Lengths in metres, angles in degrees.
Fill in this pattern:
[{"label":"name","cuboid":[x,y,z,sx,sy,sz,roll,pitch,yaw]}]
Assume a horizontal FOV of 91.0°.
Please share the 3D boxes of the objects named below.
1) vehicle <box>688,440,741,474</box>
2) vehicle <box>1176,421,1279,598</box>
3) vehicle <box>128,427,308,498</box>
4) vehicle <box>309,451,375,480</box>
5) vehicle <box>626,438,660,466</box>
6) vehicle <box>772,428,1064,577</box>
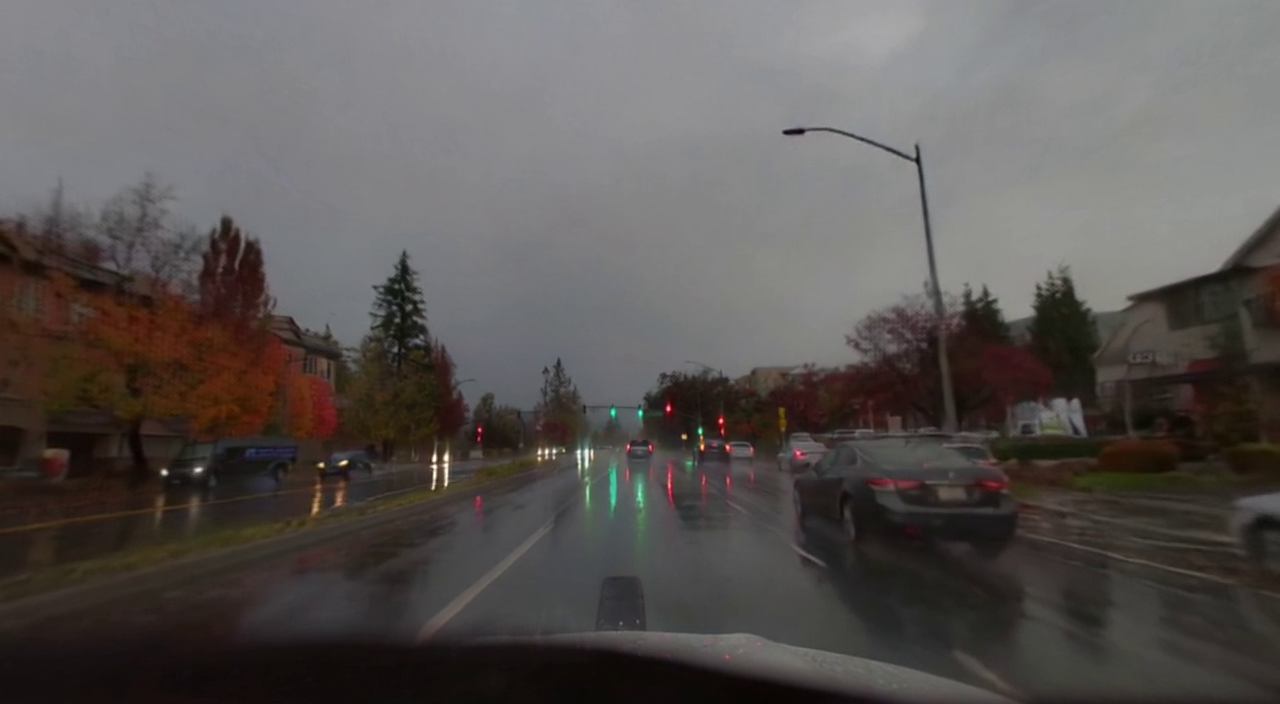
[{"label":"vehicle","cuboid":[3.696,5.329,32.149,2.178,1.546,4.311,0,-9,0]},{"label":"vehicle","cuboid":[6.842,1.232,4.441,2.061,1.593,4.602,0,-9,0]},{"label":"vehicle","cuboid":[-22.147,5.863,34.084,2.961,3.271,9.547,0,-9,1]},{"label":"vehicle","cuboid":[-18.716,7.143,39.793,1.962,1.691,4.328,0,-9,1]},{"label":"vehicle","cuboid":[0.209,6.928,43.685,2.239,1.856,4.815,0,-9,0]},{"label":"vehicle","cuboid":[3.336,1.892,8.785,1.977,1.498,4.521,0,-9,0]}]
